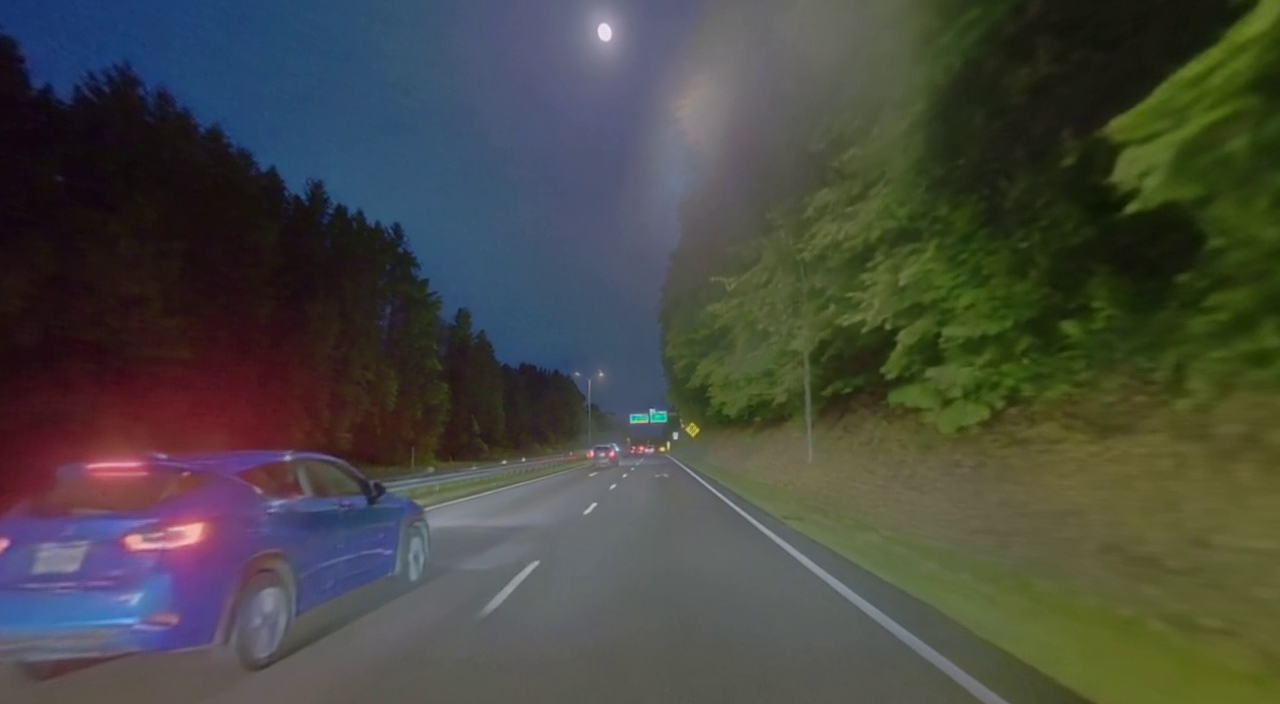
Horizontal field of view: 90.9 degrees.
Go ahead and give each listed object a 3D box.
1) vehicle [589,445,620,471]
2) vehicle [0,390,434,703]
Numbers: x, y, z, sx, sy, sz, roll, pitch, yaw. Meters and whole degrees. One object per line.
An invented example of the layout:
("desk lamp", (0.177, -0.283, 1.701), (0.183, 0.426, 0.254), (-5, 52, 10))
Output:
("vehicle", (-2.172, 6.618, 39.458), (1.675, 1.537, 3.574), (-1, -9, 1))
("vehicle", (-3.059, 1.232, 4.576), (1.846, 1.566, 3.525), (-1, -9, 1))
